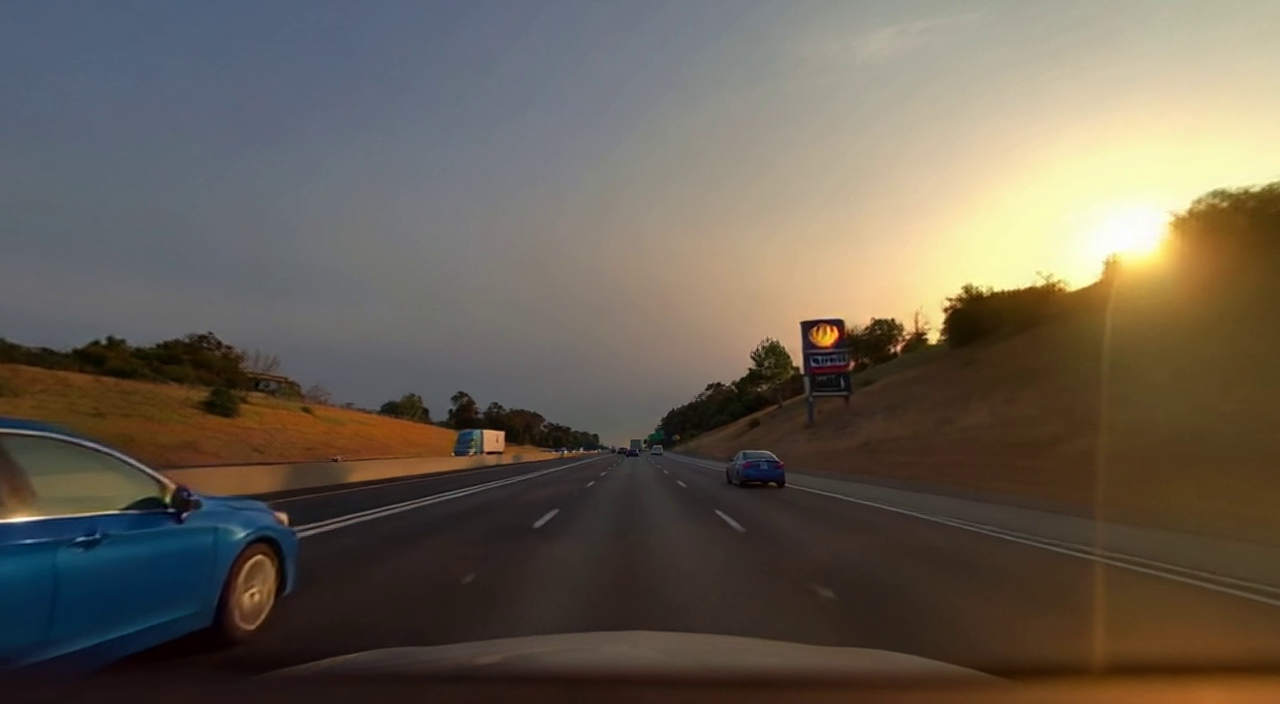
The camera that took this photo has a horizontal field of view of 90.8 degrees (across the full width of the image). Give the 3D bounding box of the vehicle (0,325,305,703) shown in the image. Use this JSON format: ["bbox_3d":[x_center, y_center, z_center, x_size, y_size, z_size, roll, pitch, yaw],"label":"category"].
[{"bbox_3d":[-3.137,0.699,1.455,2.277,1.695,4.475,0,-9,-1],"label":"vehicle"}]

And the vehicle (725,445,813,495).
[{"bbox_3d":[4.106,3.816,20.758,1.967,1.472,3.751,0,-9,-2],"label":"vehicle"}]
